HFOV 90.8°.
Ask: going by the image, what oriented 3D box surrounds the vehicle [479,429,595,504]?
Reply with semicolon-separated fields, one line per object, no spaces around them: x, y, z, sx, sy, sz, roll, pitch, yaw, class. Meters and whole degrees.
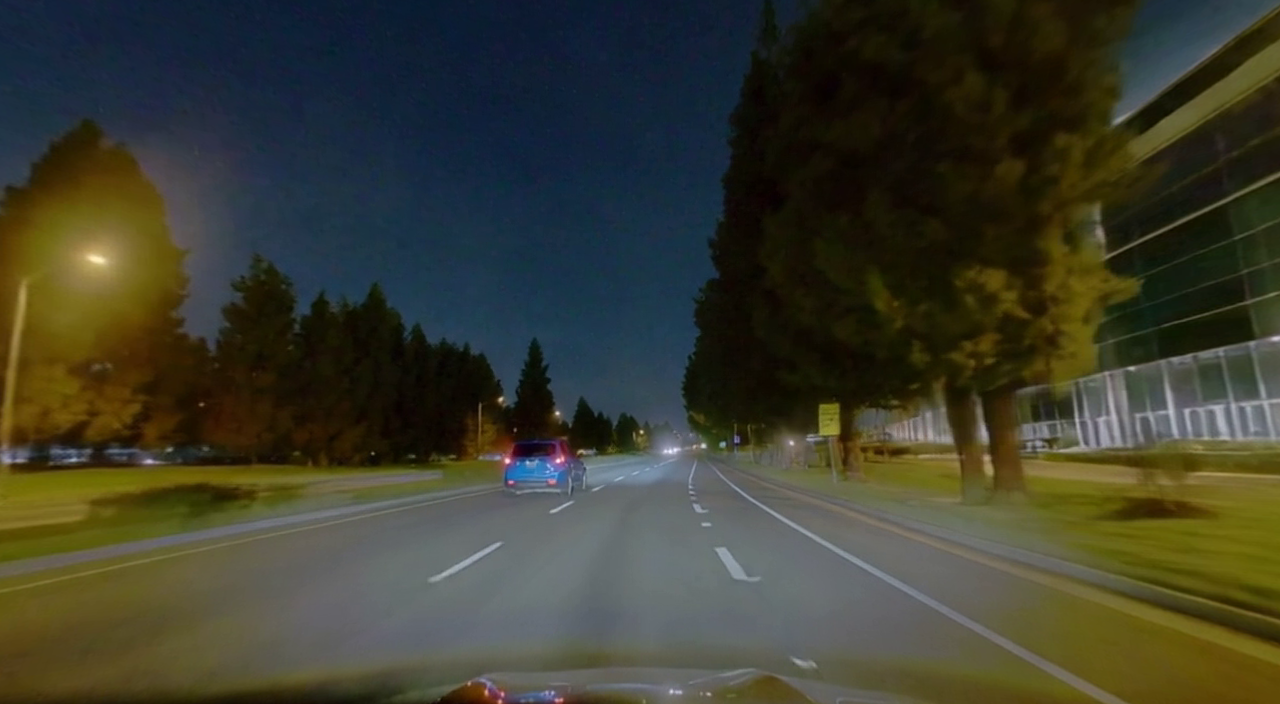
-2.554;2.999;16.912;2.121;1.724;4.392;-1;-9;3;vehicle
